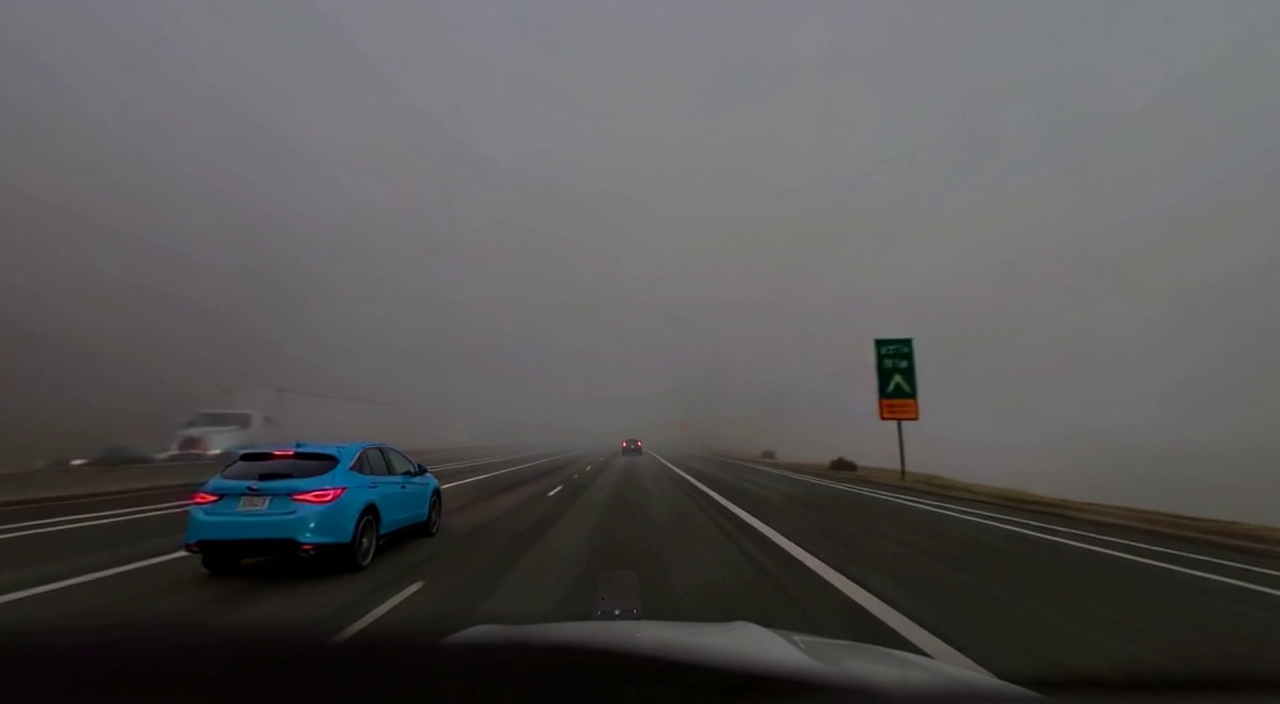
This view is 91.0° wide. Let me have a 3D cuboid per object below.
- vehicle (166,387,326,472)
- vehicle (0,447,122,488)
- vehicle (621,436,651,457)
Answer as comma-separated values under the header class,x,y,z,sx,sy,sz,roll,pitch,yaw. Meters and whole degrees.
class,x,y,z,sx,sy,sz,roll,pitch,yaw
vehicle,-18.972,3.898,31.173,2.910,3.648,7.942,0,-8,-2
vehicle,-22.725,4.485,24.710,1.735,1.426,3.633,0,-8,-1
vehicle,-0.319,6.868,45.743,2.028,1.440,3.690,0,-8,-2
